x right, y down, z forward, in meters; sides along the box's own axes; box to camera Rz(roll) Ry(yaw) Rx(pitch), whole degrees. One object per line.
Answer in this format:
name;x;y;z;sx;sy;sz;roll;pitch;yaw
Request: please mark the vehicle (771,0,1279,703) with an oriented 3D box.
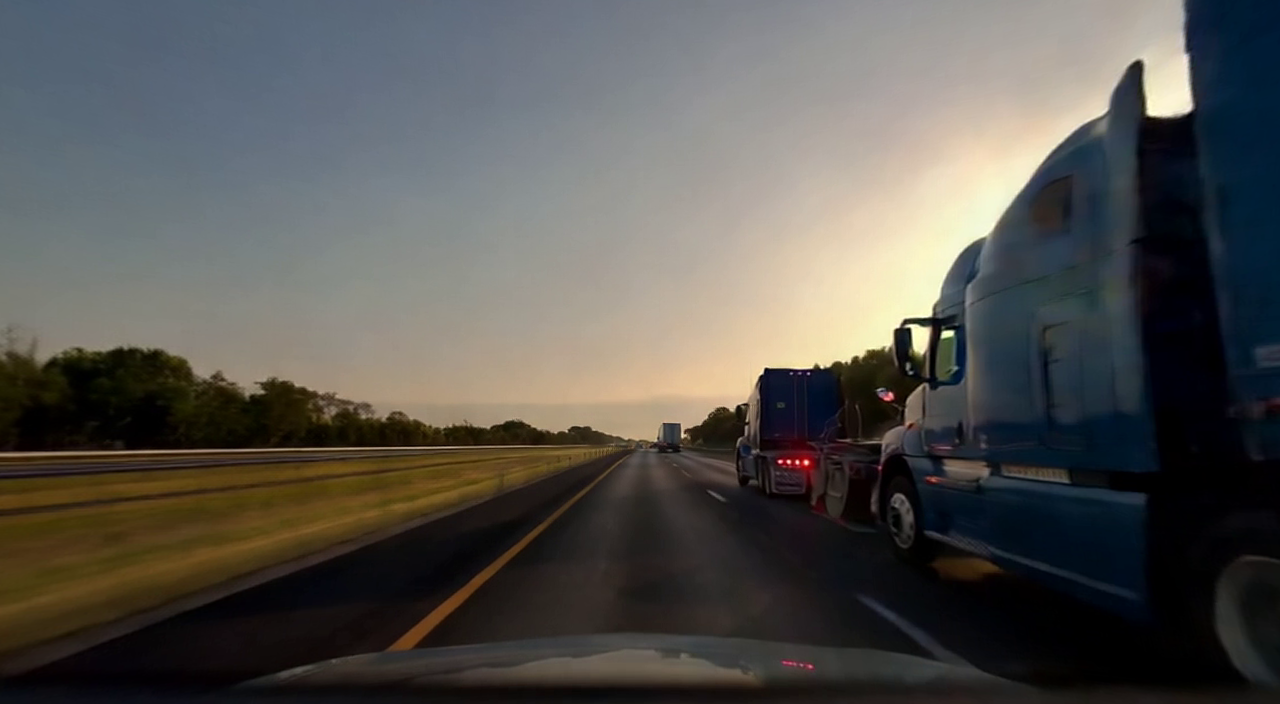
vehicle;4.065;-0.055;3.714;2.976;4.114;16.788;0;-8;0
